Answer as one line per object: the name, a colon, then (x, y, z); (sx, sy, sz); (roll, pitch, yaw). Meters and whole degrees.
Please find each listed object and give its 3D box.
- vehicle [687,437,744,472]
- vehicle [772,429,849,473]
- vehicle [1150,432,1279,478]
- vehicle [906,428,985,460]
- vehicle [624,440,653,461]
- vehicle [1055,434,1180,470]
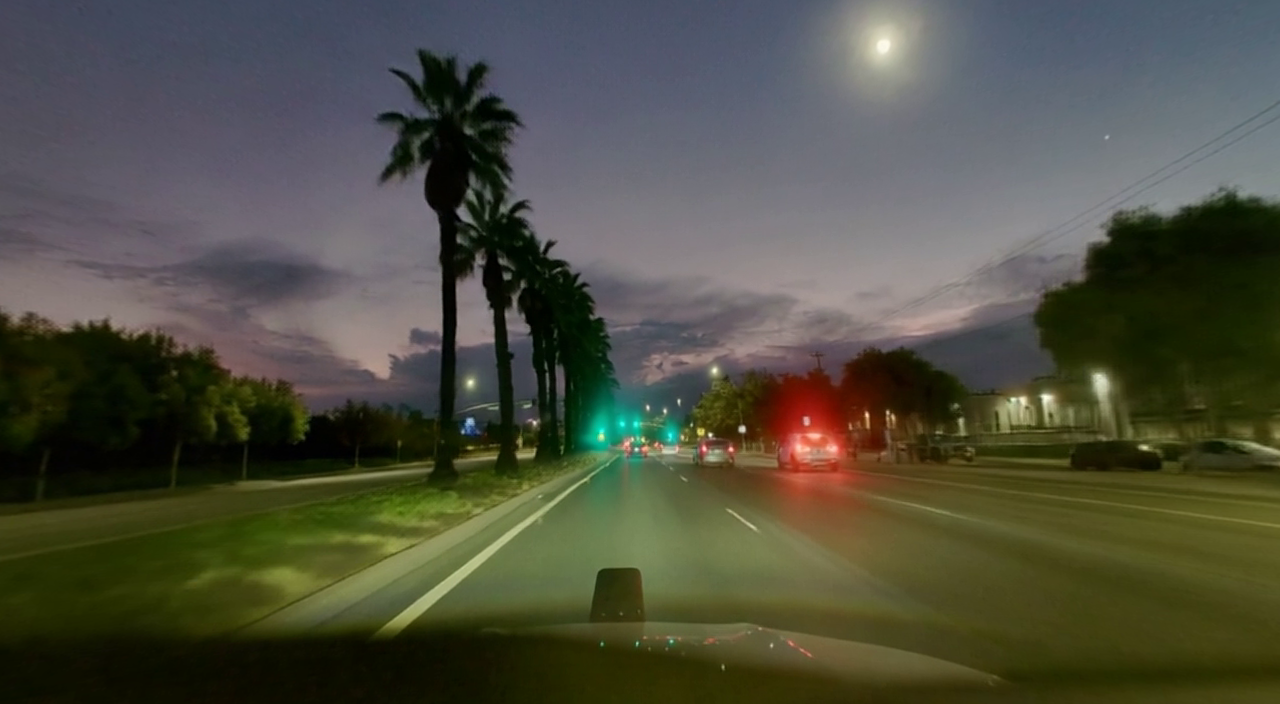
vehicle: (3.296, 4.578, 28.403); (1.875, 1.452, 4.453); (0, -9, -2)
vehicle: (6.971, 4.102, 26.340); (1.916, 1.646, 4.258); (0, -9, -1)
vehicle: (21.006, 3.621, 22.439); (1.852, 1.448, 4.601); (0, -9, -1)
vehicle: (20.867, 6.340, 43.568); (2.304, 2.044, 5.894); (0, -9, -2)
vehicle: (-0.144, 7.270, 46.729); (2.031, 1.444, 4.361); (0, -9, -1)
vehicle: (20.995, 4.421, 28.073); (1.844, 1.464, 4.546); (0, -9, -3)
